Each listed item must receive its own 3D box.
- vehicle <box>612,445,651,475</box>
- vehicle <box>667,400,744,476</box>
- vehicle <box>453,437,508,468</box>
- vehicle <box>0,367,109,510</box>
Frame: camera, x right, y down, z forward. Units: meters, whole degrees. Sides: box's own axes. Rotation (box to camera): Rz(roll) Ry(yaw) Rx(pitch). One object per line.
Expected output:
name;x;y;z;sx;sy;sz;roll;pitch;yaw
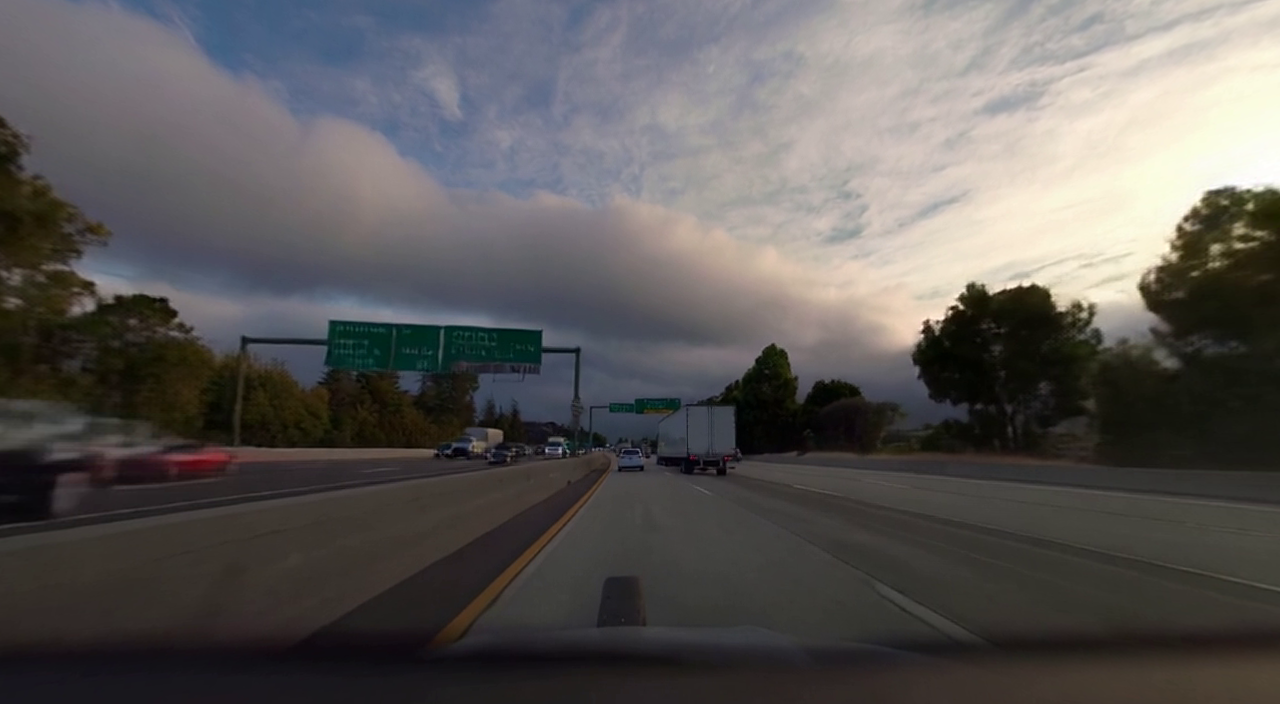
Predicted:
vehicle;-0.531;6.197;36.415;2.111;1.599;3.859;0;-9;-2
vehicle;3.735;5.535;39.803;2.931;4.009;12.800;0;-9;-2
vehicle;-8.293;5.279;33.085;2.005;1.497;4.075;0;-9;-3
vehicle;-7.631;0.789;5.846;1.877;1.481;4.062;0;-9;-1
